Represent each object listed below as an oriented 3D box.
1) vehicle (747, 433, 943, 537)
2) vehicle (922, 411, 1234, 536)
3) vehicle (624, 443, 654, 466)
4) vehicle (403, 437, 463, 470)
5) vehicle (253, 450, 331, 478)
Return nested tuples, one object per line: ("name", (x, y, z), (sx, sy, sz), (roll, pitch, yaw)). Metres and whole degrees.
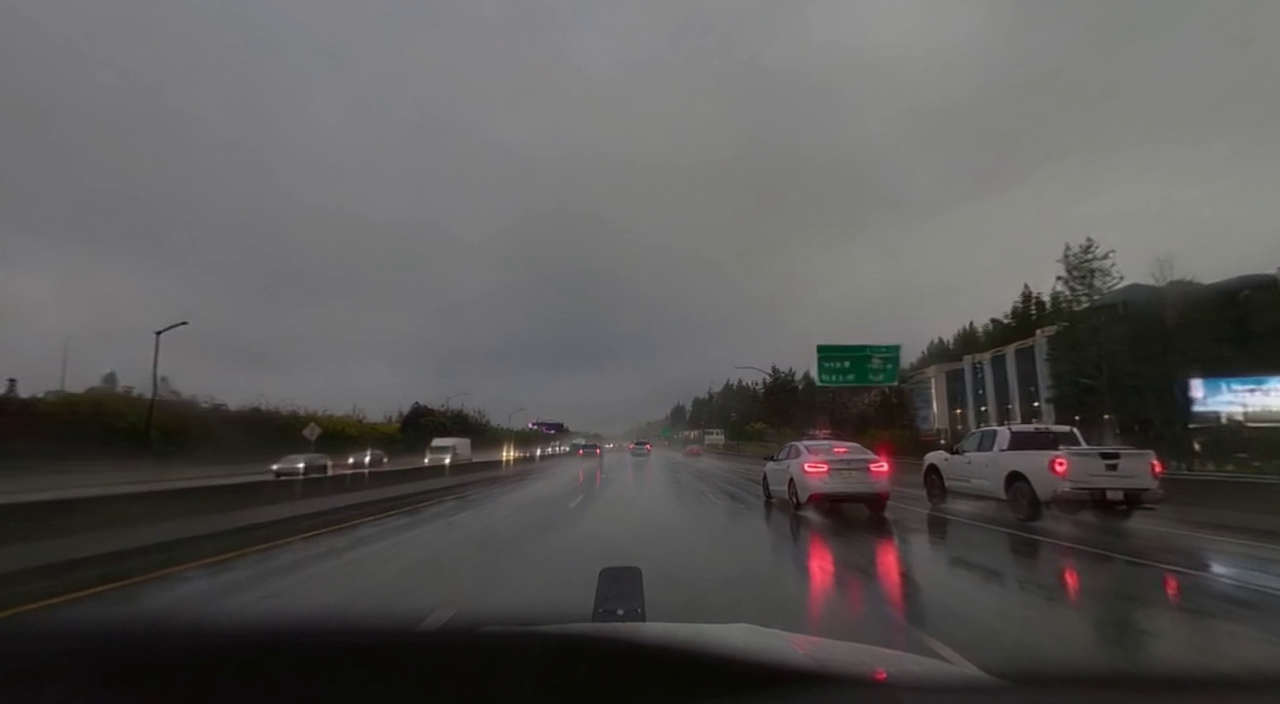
("vehicle", (3.420, 2.307, 11.632), (1.987, 1.509, 4.512), (0, -9, -1))
("vehicle", (7.457, 2.132, 11.647), (2.176, 1.793, 4.841), (0, -9, -1))
("vehicle", (-0.142, 7.809, 48.235), (2.191, 1.685, 4.015), (0, -9, -2))
("vehicle", (-14.699, 7.239, 45.280), (2.438, 2.164, 5.666), (0, -9, 0))
("vehicle", (-19.976, 6.452, 36.549), (1.851, 1.470, 4.754), (0, -9, -1))
